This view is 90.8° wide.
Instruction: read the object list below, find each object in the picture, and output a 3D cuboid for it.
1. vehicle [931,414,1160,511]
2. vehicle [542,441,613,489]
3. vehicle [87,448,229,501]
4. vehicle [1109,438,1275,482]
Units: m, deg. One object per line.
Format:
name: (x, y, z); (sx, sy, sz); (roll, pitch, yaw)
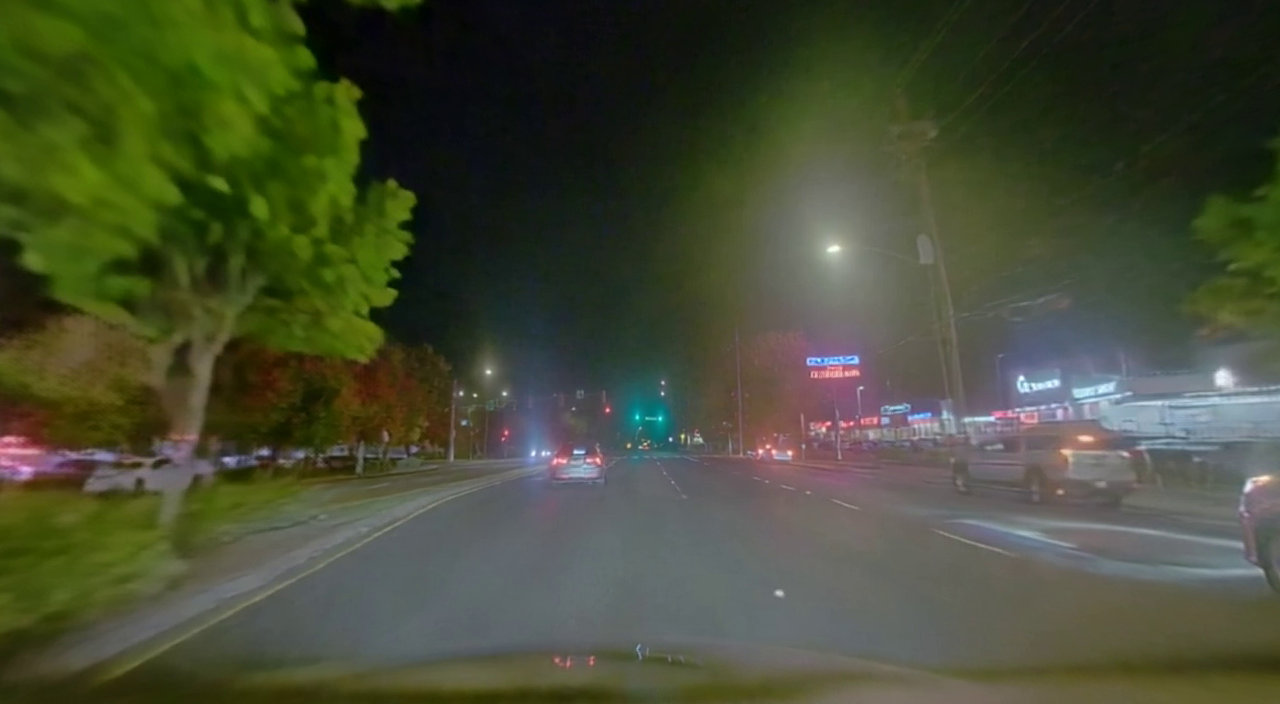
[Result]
vehicle: (10.350, 2.873, 16.971); (2.266, 2.118, 5.742); (0, -8, -1)
vehicle: (-2.041, 3.778, 21.518); (2.185, 1.473, 3.925); (0, -8, -4)
vehicle: (-18.909, 4.770, 25.140); (2.027, 1.831, 4.644); (0, -8, -1)
vehicle: (19.616, 3.825, 22.763); (4.212, 1.436, 1.919); (-6, -10, 34)
